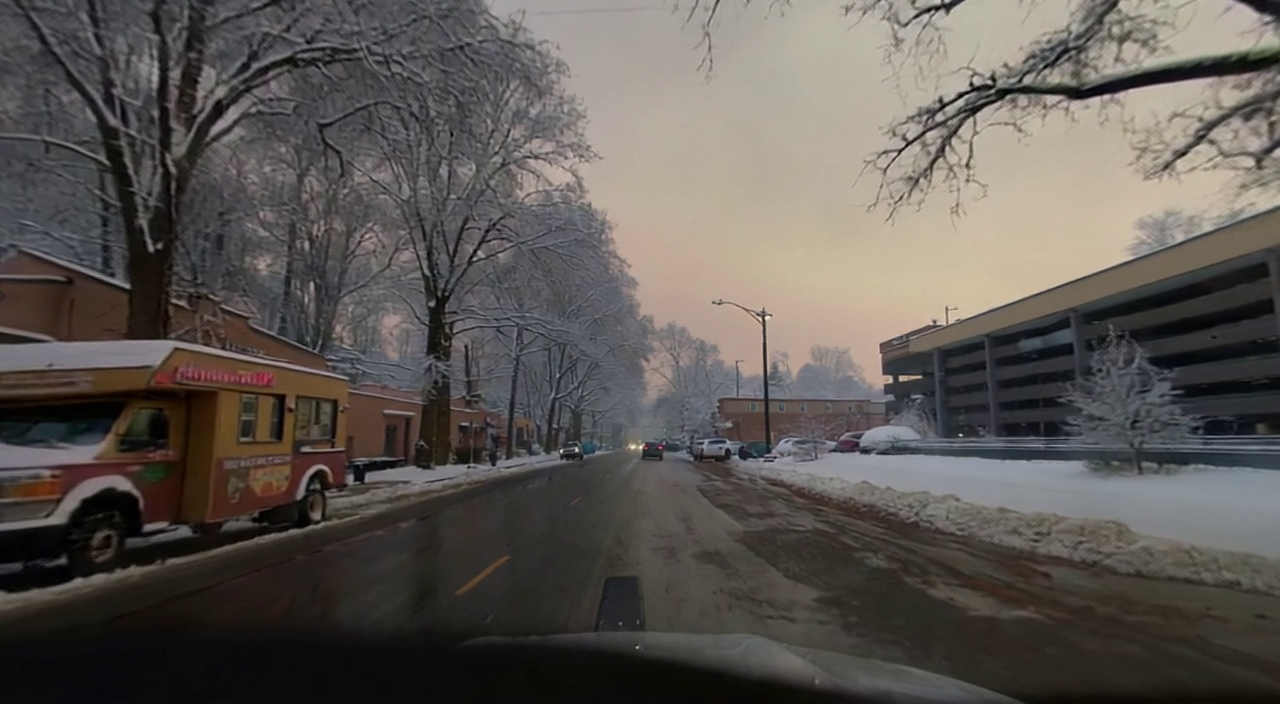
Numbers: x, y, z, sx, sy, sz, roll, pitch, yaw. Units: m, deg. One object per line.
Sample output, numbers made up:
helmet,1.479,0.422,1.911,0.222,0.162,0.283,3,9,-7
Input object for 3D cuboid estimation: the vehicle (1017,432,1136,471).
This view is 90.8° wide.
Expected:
vehicle,26.672,6.095,38.741,5.596,2.168,2.307,1,-8,-2

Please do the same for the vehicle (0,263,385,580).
vehicle,-6.966,1.188,9.952,2.968,3.222,7.036,-1,-9,0

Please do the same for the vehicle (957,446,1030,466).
vehicle,27.486,8.104,49.166,4.558,1.452,1.790,0,-8,0

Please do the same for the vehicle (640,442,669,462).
vehicle,1.083,7.688,48.543,2.046,1.445,4.001,0,-8,-1

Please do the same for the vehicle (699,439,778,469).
vehicle,6.079,6.253,38.962,4.626,1.723,1.939,5,-10,-31

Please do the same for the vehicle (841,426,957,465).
vehicle,14.573,5.299,35.836,5.540,2.045,2.259,-1,-8,0
